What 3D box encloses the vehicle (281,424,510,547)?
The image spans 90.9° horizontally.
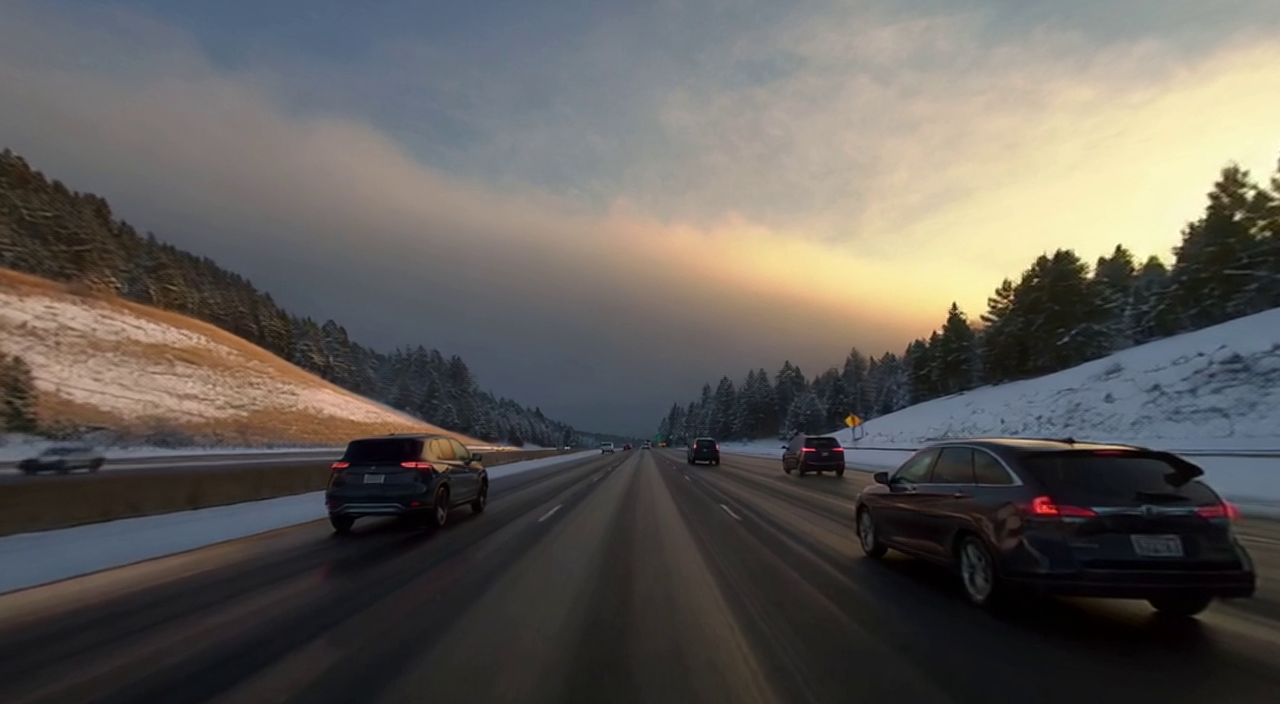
[{"bbox_3d":[-3.848,2.180,10.981,2.166,1.672,4.388,-1,-8,1],"label":"vehicle"}]

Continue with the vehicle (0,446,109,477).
[{"bbox_3d":[-31.661,5.868,34.104,1.782,1.492,4.648,-1,-8,1],"label":"vehicle"}]

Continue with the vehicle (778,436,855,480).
[{"bbox_3d":[7.426,4.489,27.048,1.998,1.717,4.338,0,-8,-1],"label":"vehicle"}]

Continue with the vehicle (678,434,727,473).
[{"bbox_3d":[3.313,5.519,34.532,2.121,1.925,5.056,0,-8,0],"label":"vehicle"}]

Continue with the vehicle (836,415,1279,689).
[{"bbox_3d":[3.418,1.411,5.665,1.941,1.481,4.300,0,-8,0],"label":"vehicle"}]
